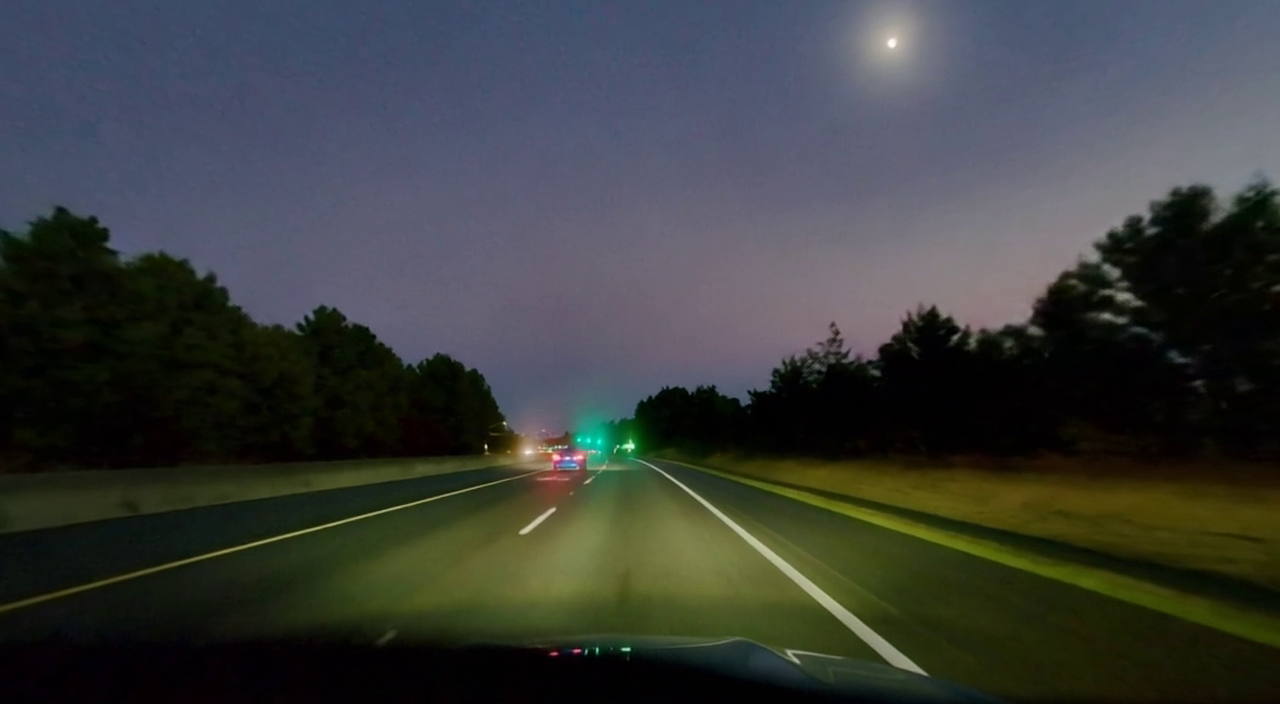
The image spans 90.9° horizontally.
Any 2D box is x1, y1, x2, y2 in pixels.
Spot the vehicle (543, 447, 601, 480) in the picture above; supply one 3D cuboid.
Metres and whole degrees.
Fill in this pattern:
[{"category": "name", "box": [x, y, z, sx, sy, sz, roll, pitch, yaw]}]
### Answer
[{"category": "vehicle", "box": [-3.088, 5.182, 29.531, 2.126, 1.411, 4.433, -1, -9, 2]}]
